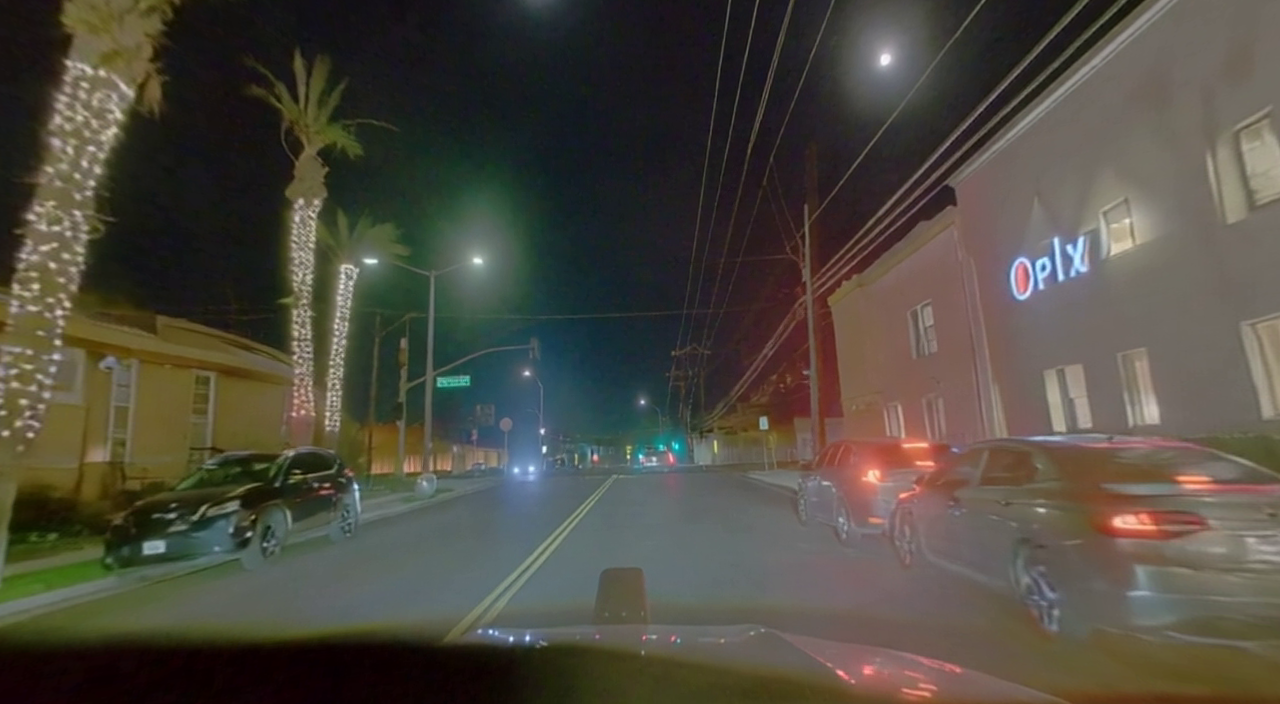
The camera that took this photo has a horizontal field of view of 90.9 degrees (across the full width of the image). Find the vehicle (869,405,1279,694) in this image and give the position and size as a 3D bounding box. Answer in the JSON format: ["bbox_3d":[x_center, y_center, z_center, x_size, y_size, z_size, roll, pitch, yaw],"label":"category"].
[{"bbox_3d":[3.722,1.426,5.606,1.915,1.591,4.087,0,-9,2],"label":"vehicle"}]

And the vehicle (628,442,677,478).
[{"bbox_3d":[0.513,5.064,29.676,2.125,1.524,4.404,0,-9,-1],"label":"vehicle"}]

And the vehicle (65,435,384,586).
[{"bbox_3d":[-6.217,2.386,10.415,2.126,1.864,4.831,0,-9,-3],"label":"vehicle"}]
